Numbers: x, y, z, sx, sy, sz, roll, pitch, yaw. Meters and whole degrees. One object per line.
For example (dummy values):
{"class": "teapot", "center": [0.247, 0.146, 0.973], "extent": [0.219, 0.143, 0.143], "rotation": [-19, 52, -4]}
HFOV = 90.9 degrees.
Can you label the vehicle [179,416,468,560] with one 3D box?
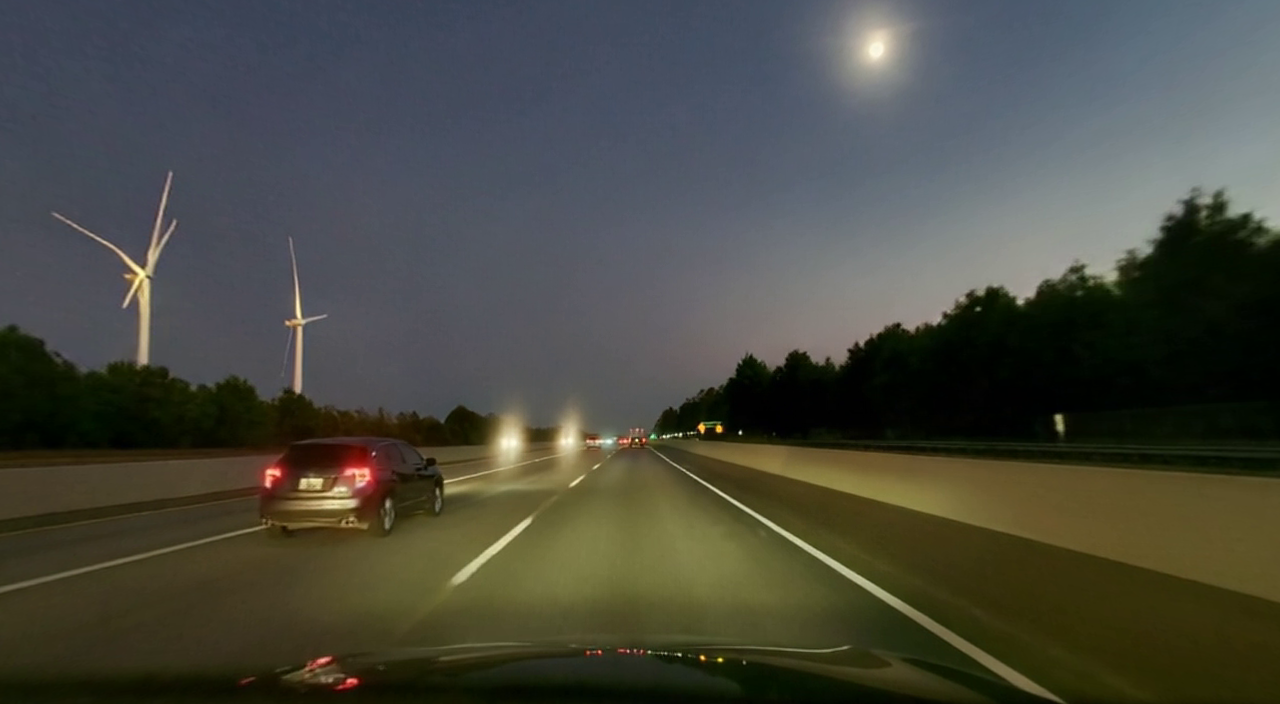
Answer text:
{"class": "vehicle", "center": [-3.915, 1.722, 8.734], "extent": [1.950, 1.511, 3.965], "rotation": [0, -8, -1]}
